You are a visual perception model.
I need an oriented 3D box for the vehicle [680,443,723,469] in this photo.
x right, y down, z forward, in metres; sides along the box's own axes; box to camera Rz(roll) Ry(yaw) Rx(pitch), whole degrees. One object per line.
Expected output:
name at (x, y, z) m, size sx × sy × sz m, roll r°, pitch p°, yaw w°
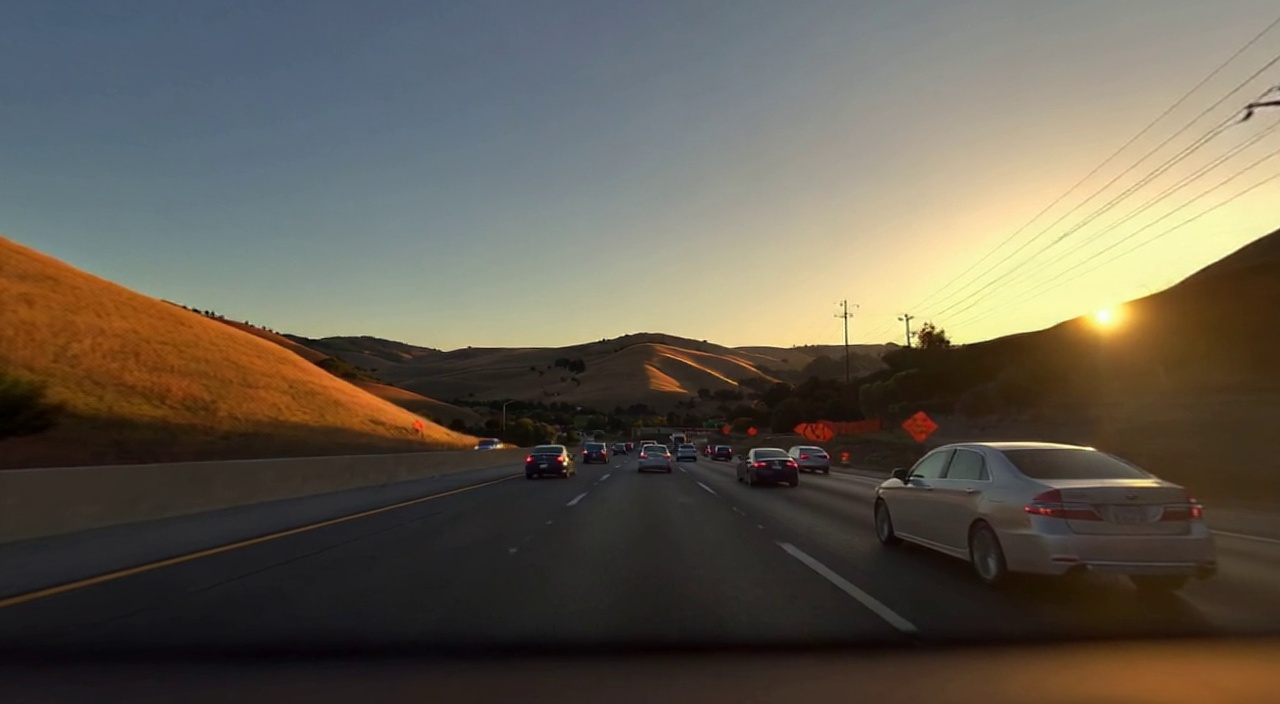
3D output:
vehicle at (3.693, 6.329, 38.469) m, size 2.177 × 1.453 × 4.205 m, roll 0°, pitch -8°, yaw 0°

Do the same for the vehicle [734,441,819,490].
vehicle at (4.544, 3.822, 21.589) m, size 1.867 × 1.465 × 4.093 m, roll 0°, pitch -8°, yaw -2°

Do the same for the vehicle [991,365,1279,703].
vehicle at (3.857, 0.885, 2.734) m, size 2.018 × 1.670 × 4.658 m, roll 0°, pitch -8°, yaw 1°

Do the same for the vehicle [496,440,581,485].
vehicle at (-3.521, 3.927, 22.740) m, size 2.232 × 1.438 × 4.163 m, roll -1°, pitch -8°, yaw 2°

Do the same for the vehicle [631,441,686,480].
vehicle at (0.738, 4.568, 26.905) m, size 2.138 × 1.473 × 4.392 m, roll 0°, pitch -8°, yaw 0°
